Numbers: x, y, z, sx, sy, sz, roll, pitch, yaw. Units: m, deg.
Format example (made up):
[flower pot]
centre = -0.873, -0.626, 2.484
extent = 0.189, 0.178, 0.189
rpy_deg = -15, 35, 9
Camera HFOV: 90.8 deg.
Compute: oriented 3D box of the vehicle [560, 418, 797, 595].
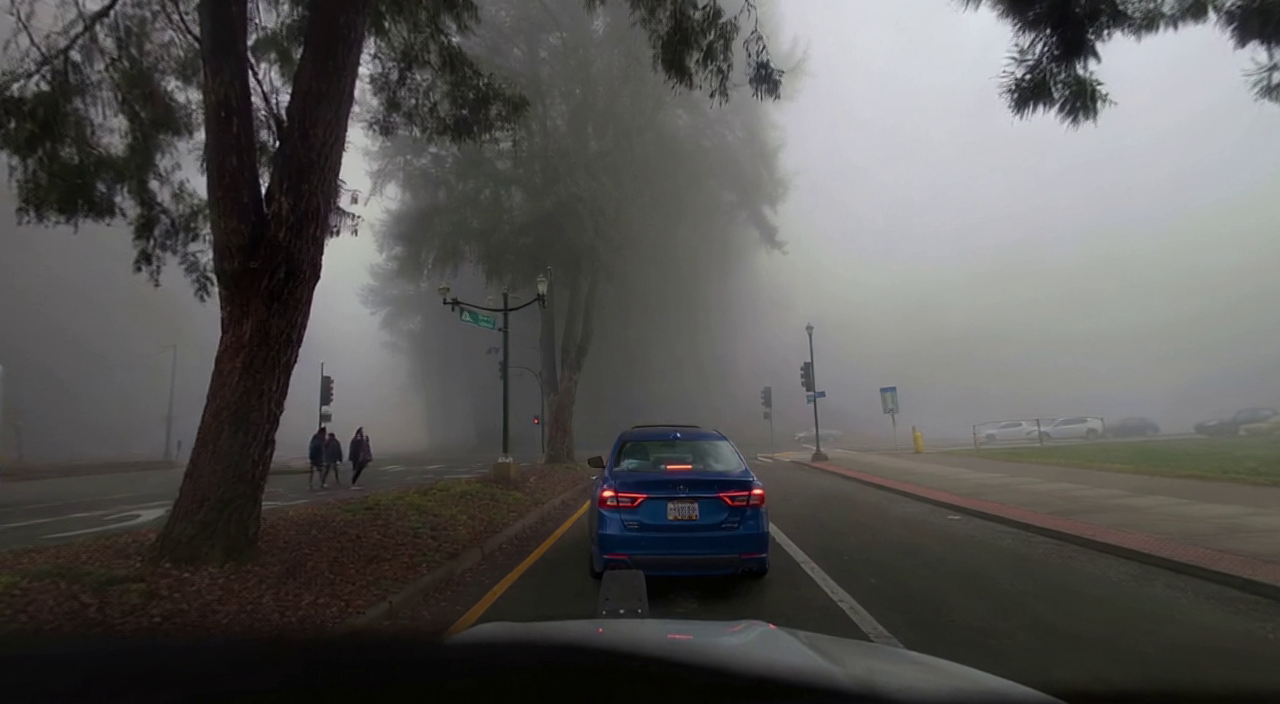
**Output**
[vehicle]
centre = 0.371, 1.615, 7.407
extent = 2.035, 1.499, 3.799
rpy_deg = 0, -8, 1
